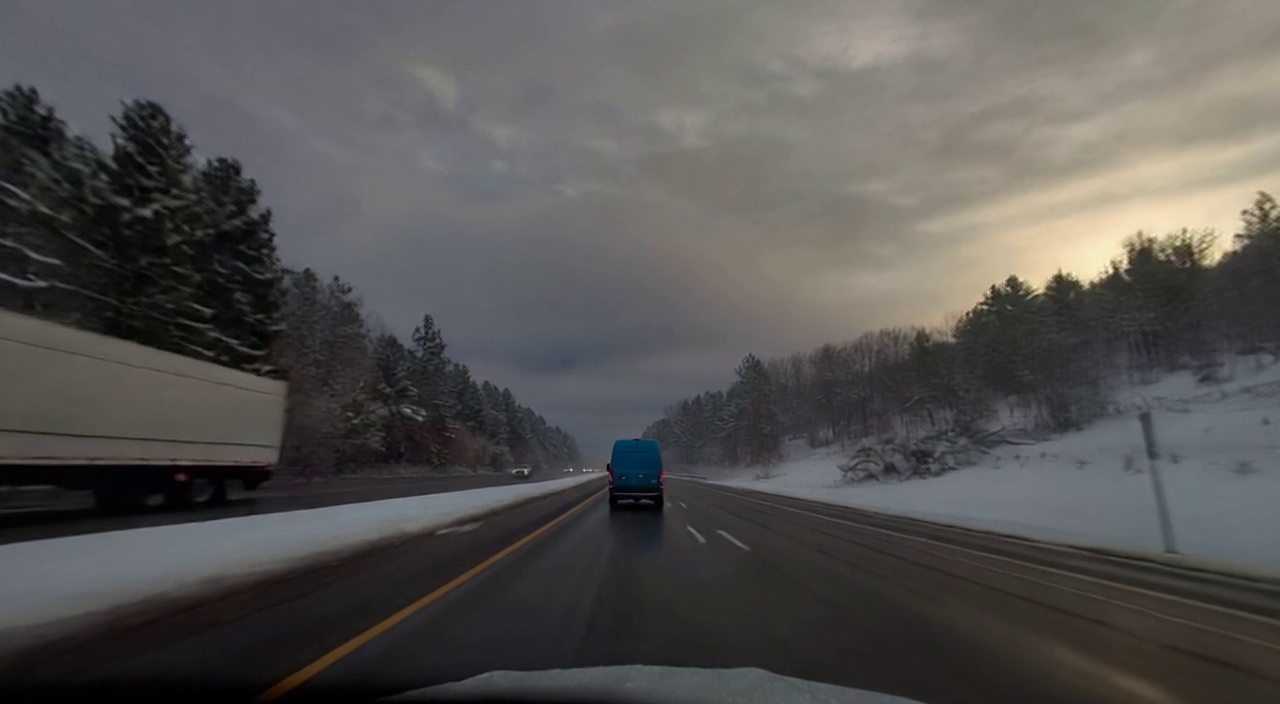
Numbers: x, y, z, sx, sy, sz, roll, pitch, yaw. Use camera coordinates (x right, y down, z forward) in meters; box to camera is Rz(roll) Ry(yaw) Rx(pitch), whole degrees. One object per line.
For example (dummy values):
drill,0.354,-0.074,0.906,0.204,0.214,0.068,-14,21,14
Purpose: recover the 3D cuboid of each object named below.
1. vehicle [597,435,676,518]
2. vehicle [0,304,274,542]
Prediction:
vehicle,-0.204,4.316,22.138,2.375,2.432,6.161,1,-10,-2
vehicle,-13.635,1.610,13.445,3.121,4.421,14.023,0,-10,0
